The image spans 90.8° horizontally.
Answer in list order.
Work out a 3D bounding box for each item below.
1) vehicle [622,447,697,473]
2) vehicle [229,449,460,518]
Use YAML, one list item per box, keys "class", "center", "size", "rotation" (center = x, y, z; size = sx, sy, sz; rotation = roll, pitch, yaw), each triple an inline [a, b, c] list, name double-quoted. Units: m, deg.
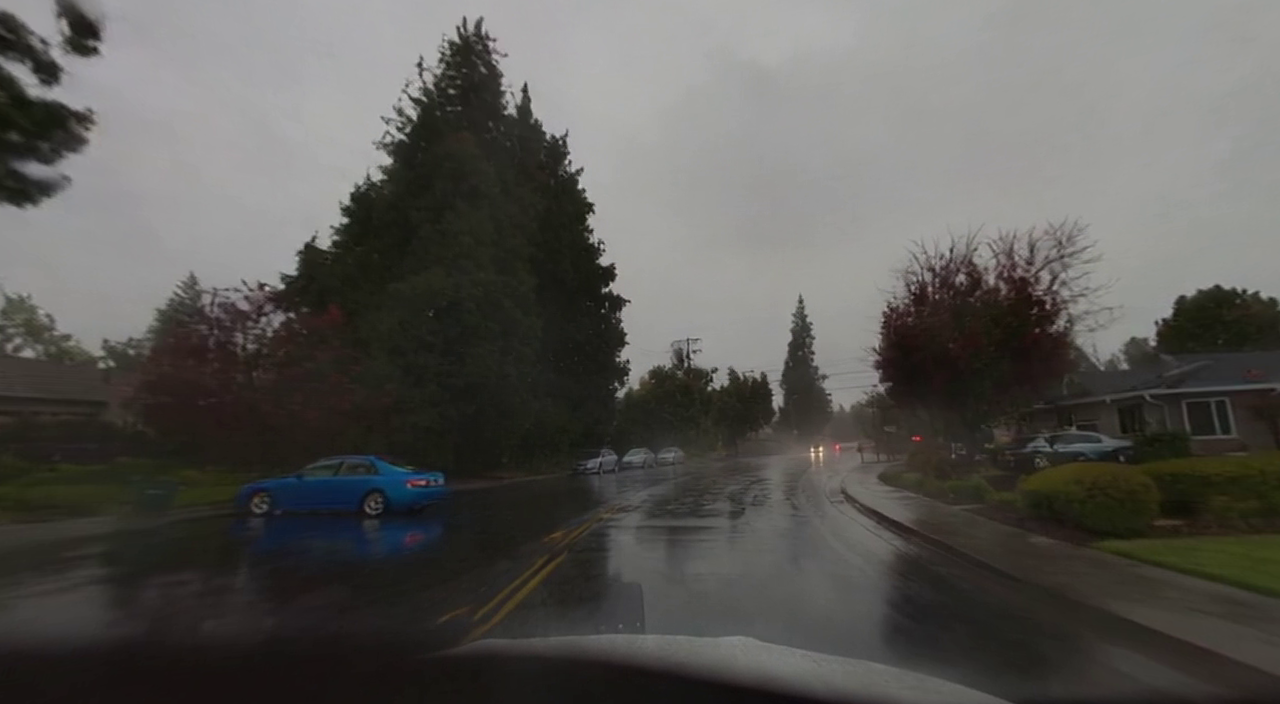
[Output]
- class: "vehicle"
  center: [1.346, 7.233, 42.551]
  size: [4.692, 1.660, 1.879]
  rotation: [-3, -9, 18]
- class: "vehicle"
  center: [-6.964, 3.095, 15.162]
  size: [4.653, 1.480, 1.871]
  rotation: [-1, -9, 7]
